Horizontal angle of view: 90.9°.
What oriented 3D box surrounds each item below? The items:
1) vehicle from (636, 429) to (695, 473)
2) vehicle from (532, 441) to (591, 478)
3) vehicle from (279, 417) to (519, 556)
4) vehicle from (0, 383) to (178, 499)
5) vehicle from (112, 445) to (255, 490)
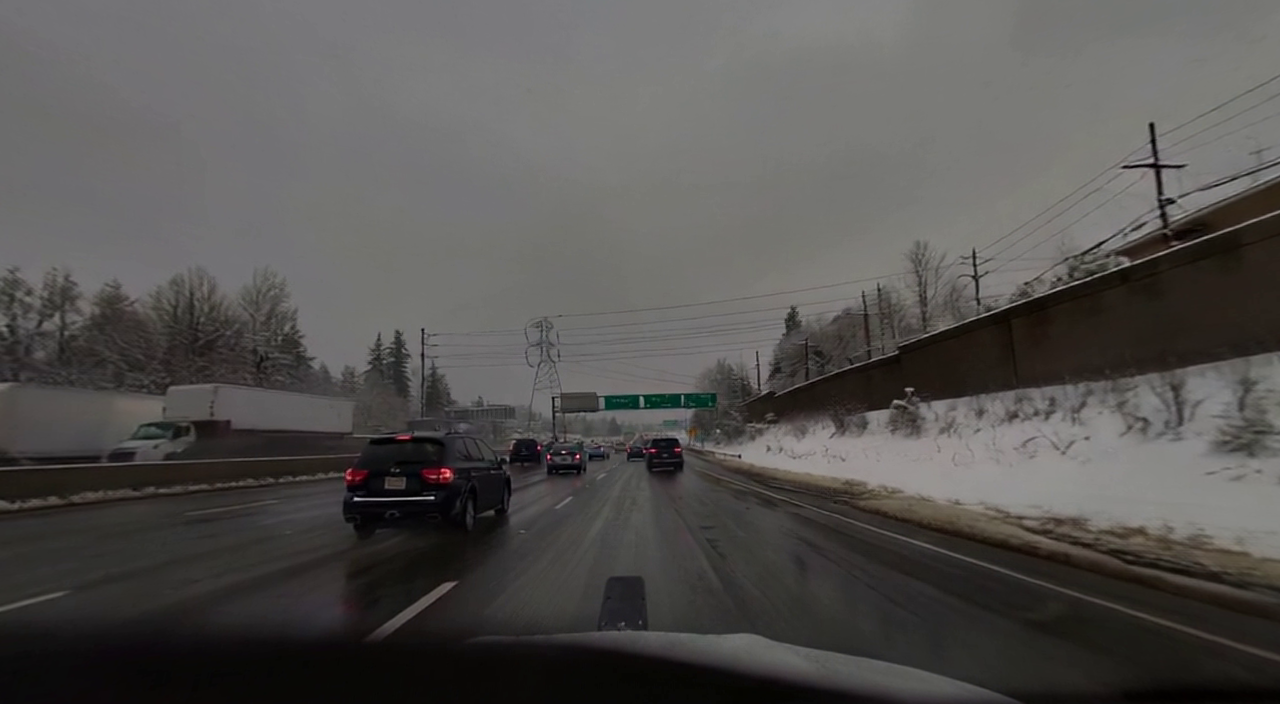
[{"bbox_3d":[1.256,5.284,33.849,2.793,2.132,5.682,0,-8,-1],"label":"vehicle"},{"bbox_3d":[-3.475,4.850,28.774,2.049,1.530,4.707,0,-8,1],"label":"vehicle"},{"bbox_3d":[-3.470,2.021,10.224,2.026,1.719,4.490,0,-8,1],"label":"vehicle"},{"bbox_3d":[-19.880,2.836,19.978,2.980,3.309,9.603,0,-8,1],"label":"vehicle"},{"bbox_3d":[-16.282,4.093,22.809,1.887,1.438,4.313,0,-8,1],"label":"vehicle"}]
